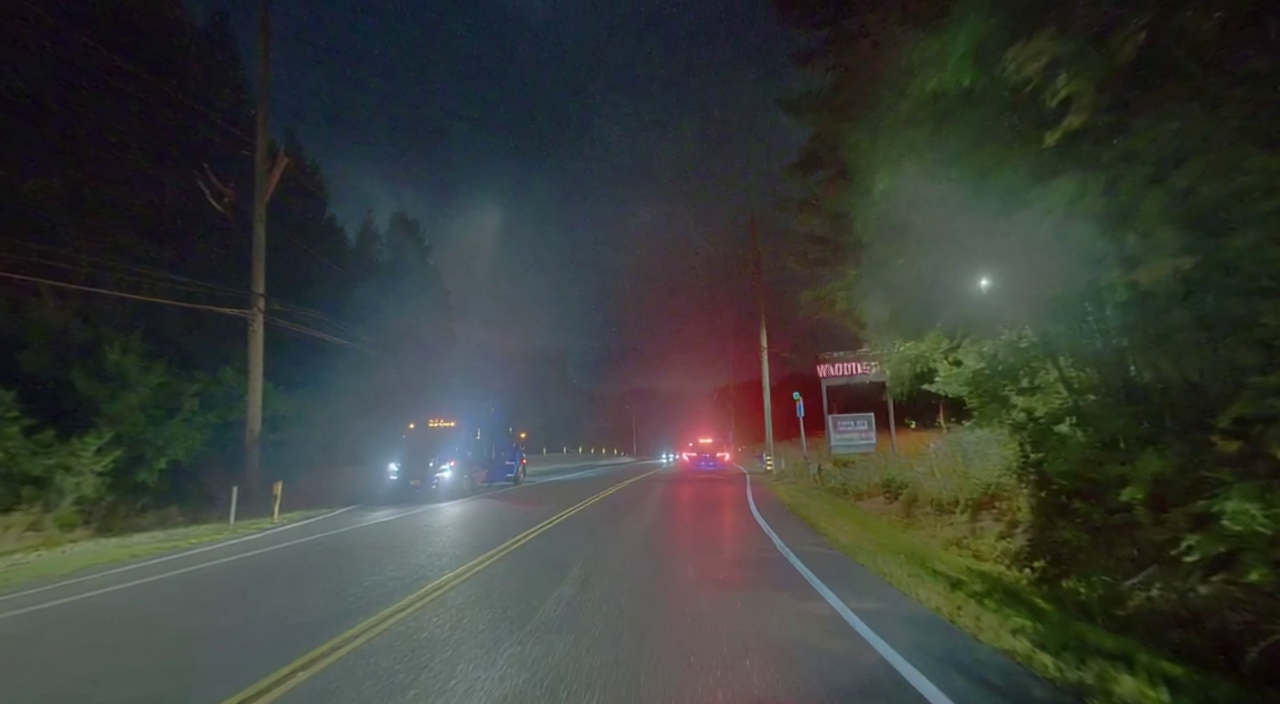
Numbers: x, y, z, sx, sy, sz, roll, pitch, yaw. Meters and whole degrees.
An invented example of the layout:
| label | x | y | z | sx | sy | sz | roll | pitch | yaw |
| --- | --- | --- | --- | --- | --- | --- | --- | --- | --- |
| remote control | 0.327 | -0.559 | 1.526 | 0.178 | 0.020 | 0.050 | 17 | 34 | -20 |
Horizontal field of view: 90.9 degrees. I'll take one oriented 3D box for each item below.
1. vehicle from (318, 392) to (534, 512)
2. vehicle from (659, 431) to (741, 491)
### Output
| label | x | y | z | sx | sy | sz | roll | pitch | yaw |
| --- | --- | --- | --- | --- | --- | --- | --- | --- | --- |
| vehicle | -6.868 | 3.204 | 21.840 | 3.395 | 3.071 | 7.634 | -8 | -6 | 12 |
| vehicle | 1.780 | 3.052 | 17.936 | 2.081 | 1.503 | 3.726 | -1 | -9 | 8 |
